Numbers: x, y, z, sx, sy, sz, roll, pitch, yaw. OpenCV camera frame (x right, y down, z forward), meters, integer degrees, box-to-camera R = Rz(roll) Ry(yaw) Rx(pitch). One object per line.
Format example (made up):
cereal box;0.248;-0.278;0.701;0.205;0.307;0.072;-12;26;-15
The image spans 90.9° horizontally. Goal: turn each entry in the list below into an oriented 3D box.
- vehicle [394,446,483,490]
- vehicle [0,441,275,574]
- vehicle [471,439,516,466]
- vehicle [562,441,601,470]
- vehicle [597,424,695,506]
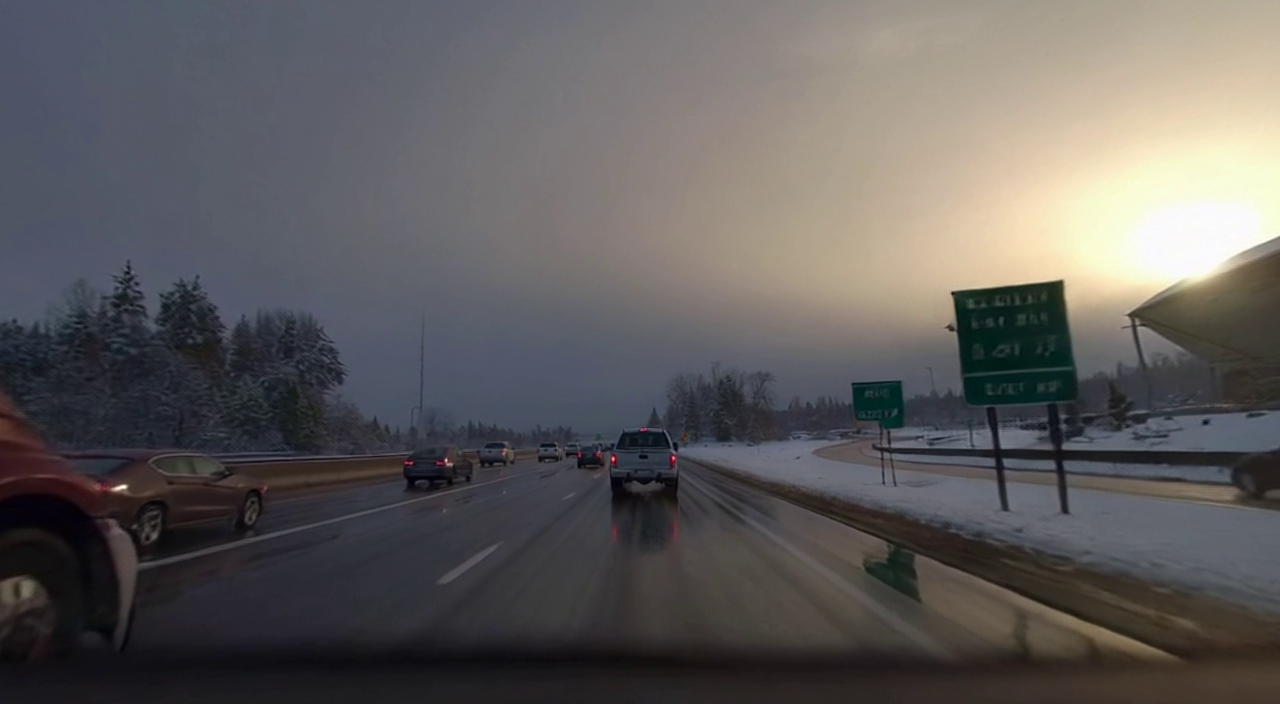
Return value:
vehicle;-7.314;4.238;23.380;1.869;1.466;4.217;0;-9;1
vehicle;-7.548;2.053;9.184;1.864;1.458;4.295;0;-9;0
vehicle;-11.288;7.795;49.105;2.157;1.941;5.544;0;-9;0
vehicle;-3.475;6.225;38.193;1.952;1.649;4.131;0;-9;1
vehicle;0.132;2.780;15.887;2.152;1.779;3.924;0;-9;0
